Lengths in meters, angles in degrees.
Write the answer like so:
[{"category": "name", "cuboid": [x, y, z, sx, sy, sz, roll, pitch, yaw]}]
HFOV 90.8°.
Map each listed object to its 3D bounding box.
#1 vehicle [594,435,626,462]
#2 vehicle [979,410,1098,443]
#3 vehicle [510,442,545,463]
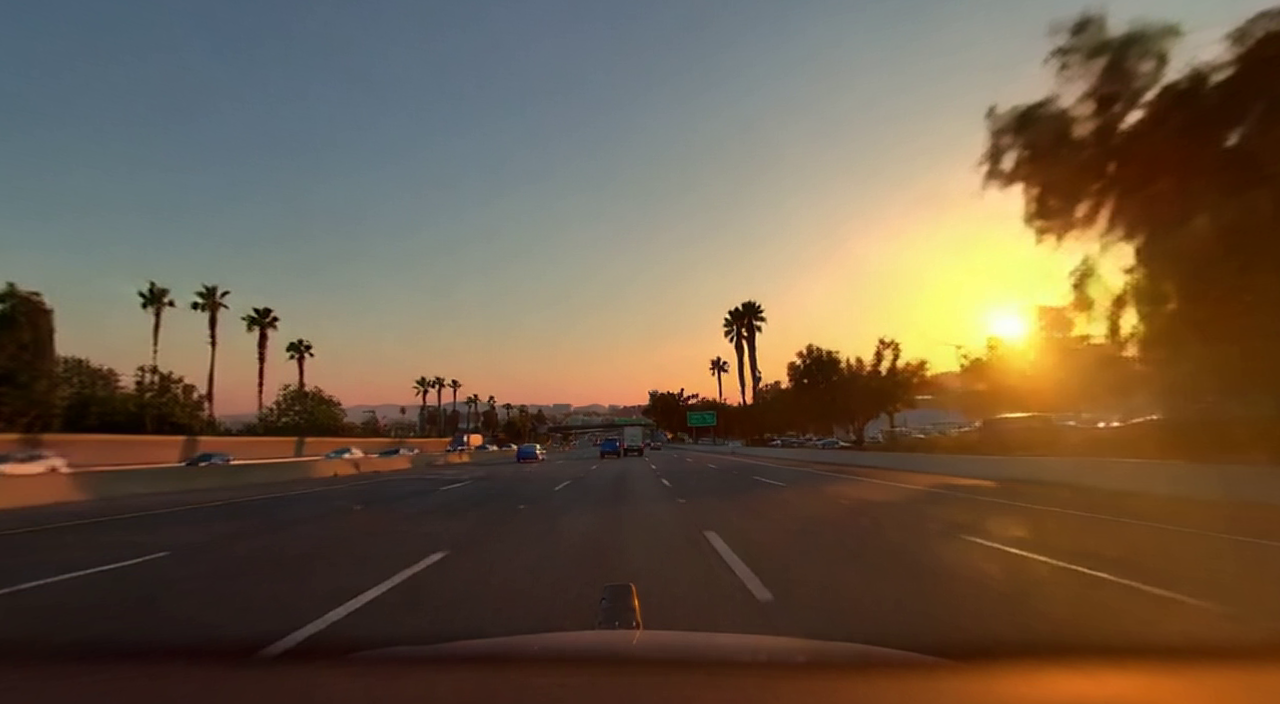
[{"category": "vehicle", "cuboid": [-2.317, 7.626, 49.963, 2.390, 2.007, 4.901, 0, -9, -1]}, {"category": "vehicle", "cuboid": [23.131, 4.367, 36.822, 5.484, 1.783, 2.076, 0, -9, -1]}, {"category": "vehicle", "cuboid": [-8.734, 7.857, 49.438, 1.971, 1.552, 4.465, 0, -9, 0]}]
